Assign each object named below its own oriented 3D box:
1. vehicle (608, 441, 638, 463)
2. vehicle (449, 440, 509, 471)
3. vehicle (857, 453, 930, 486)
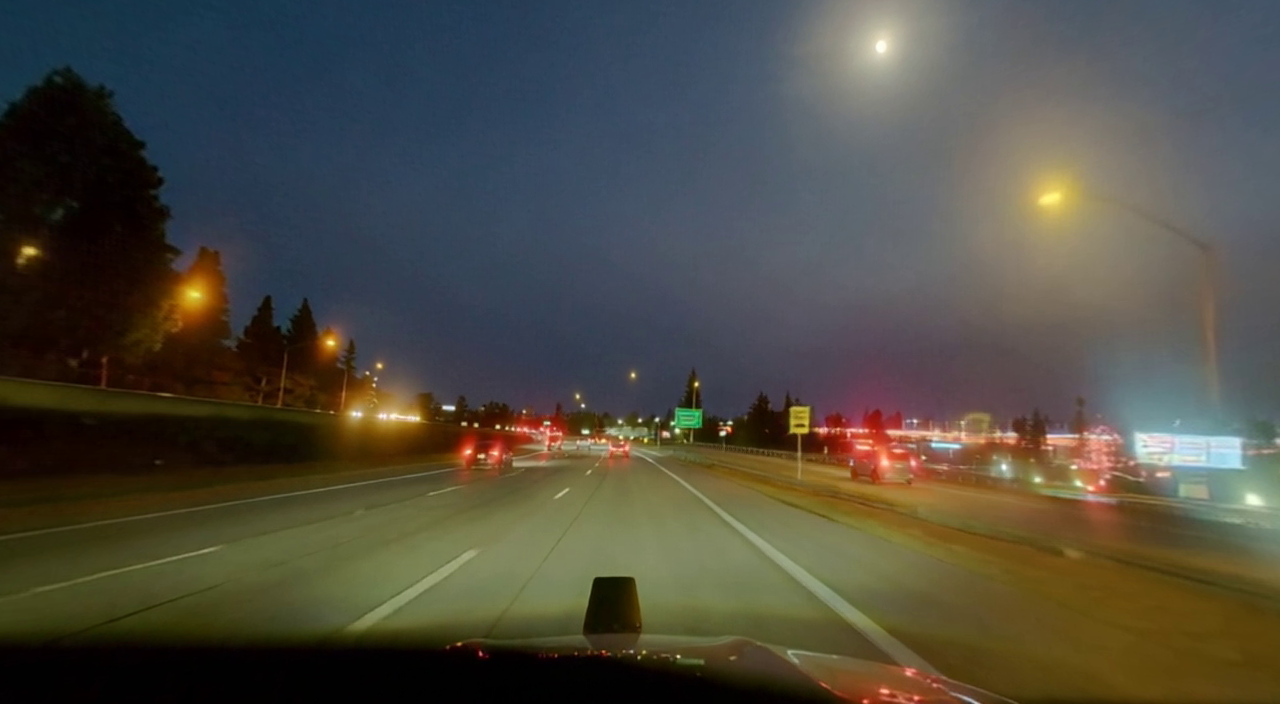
[{"bbox_3d":[-1.227,7.066,44.778,2.038,1.414,4.357,0,-9,-3],"label":"vehicle"},{"bbox_3d":[-8.271,5.345,32.775,2.009,1.454,4.250,0,-9,0],"label":"vehicle"},{"bbox_3d":[14.930,6.935,37.520,2.023,1.782,4.193,1,-9,-11],"label":"vehicle"}]
